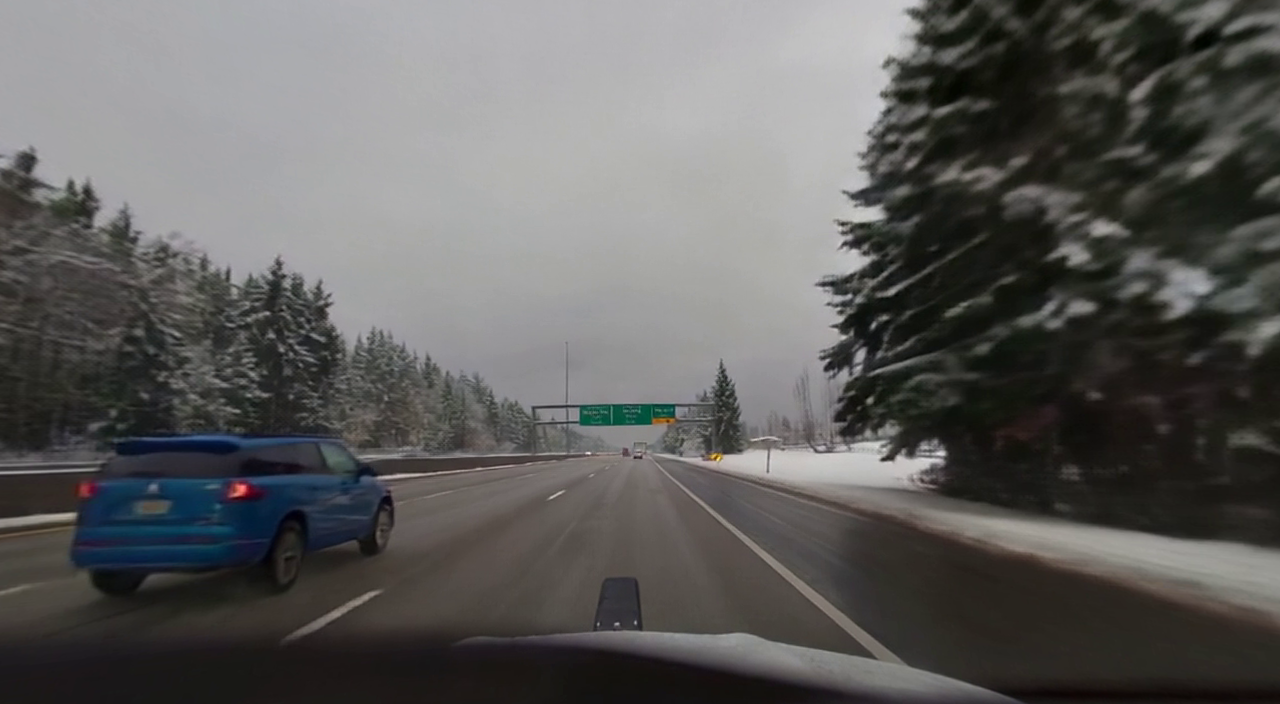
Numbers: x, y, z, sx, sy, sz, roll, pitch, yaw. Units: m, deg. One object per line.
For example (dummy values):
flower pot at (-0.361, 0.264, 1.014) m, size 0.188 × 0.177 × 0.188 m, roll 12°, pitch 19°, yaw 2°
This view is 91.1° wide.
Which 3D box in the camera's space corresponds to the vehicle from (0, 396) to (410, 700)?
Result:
vehicle at (-3.926, 1.399, 5.613) m, size 2.104 × 1.626 × 4.283 m, roll 0°, pitch -9°, yaw 0°
